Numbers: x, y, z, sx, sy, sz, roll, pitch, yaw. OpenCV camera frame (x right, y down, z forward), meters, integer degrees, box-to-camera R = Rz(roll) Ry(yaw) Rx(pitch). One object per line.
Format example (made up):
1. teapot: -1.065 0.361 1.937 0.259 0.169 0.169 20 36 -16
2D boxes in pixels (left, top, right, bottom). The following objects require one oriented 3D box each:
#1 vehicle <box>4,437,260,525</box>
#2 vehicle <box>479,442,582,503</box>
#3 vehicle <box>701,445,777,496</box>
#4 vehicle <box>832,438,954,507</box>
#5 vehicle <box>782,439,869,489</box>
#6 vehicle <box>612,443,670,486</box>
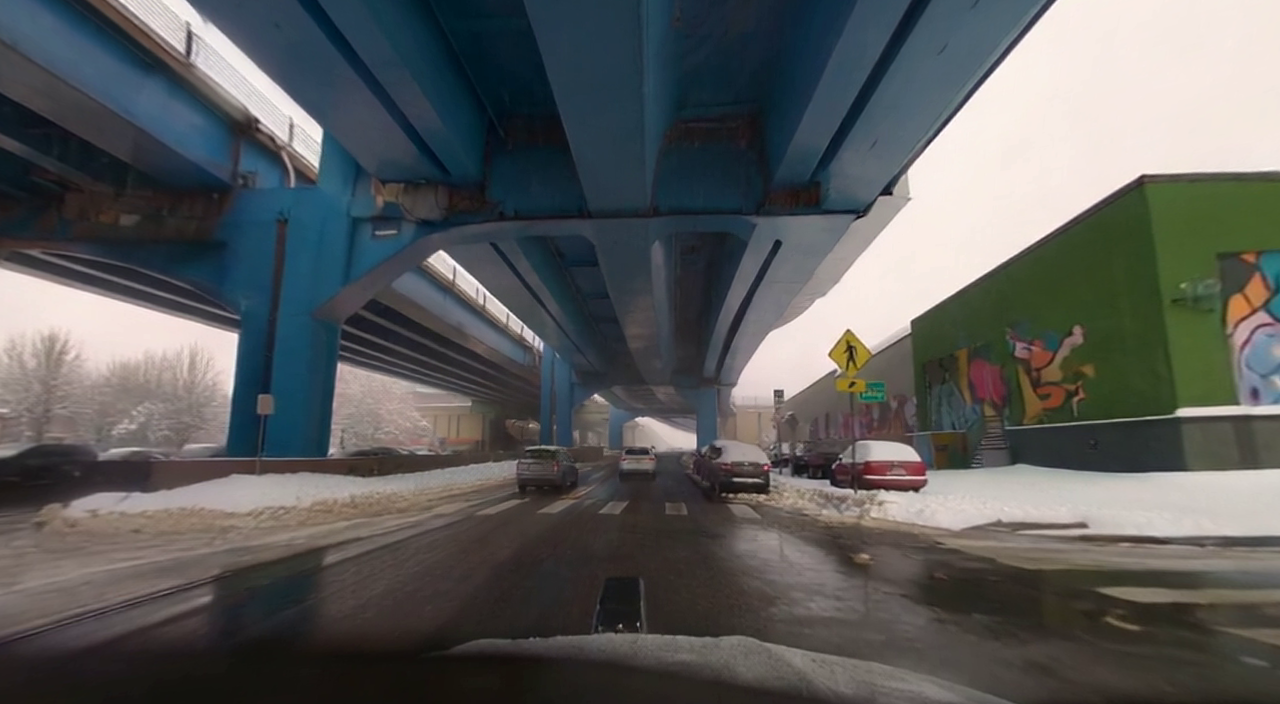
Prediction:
1. vehicle: -11.908 3.050 15.455 2.056 1.768 4.986 -1 -9 0
2. vehicle: -3.003 3.431 18.402 2.024 1.533 4.549 0 -9 2
3. vehicle: 3.306 4.033 21.945 1.983 1.589 4.010 0 -8 0
4. vehicle: 7.670 3.646 19.717 2.275 1.834 4.294 1 -8 4
5. vehicle: 7.788 4.759 27.086 2.175 1.909 4.953 0 -9 0
6. vehicle: 0.049 4.520 25.596 2.155 1.571 3.734 0 -9 1
